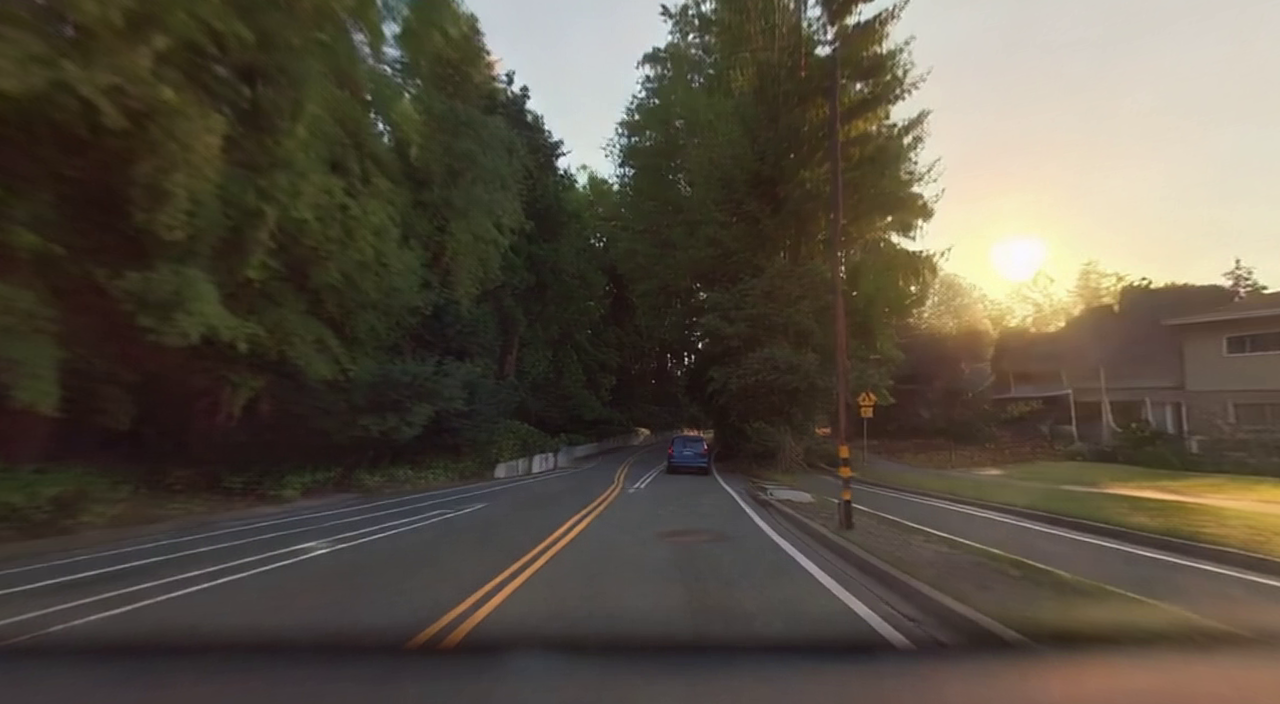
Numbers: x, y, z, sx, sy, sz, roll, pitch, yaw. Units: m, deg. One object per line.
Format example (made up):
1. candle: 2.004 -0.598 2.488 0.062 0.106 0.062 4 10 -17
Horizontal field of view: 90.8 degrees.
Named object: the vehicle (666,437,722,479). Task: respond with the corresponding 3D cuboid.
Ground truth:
1. vehicle: 2.440 4.608 27.665 2.216 1.708 4.110 -1 -9 7
